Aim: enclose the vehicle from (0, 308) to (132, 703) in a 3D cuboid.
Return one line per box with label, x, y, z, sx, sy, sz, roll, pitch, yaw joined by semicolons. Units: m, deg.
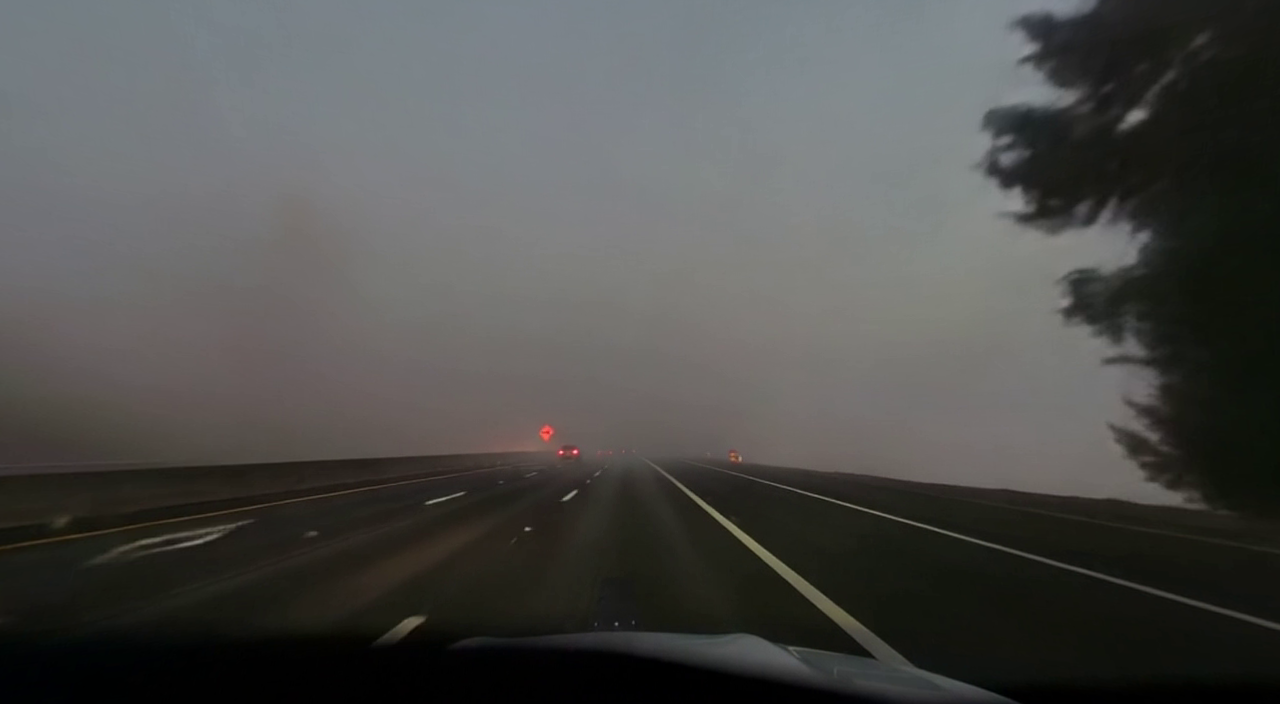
vehicle;-3.039;0.460;0.201;2.103;1.715;4.371;0;-9;-1
